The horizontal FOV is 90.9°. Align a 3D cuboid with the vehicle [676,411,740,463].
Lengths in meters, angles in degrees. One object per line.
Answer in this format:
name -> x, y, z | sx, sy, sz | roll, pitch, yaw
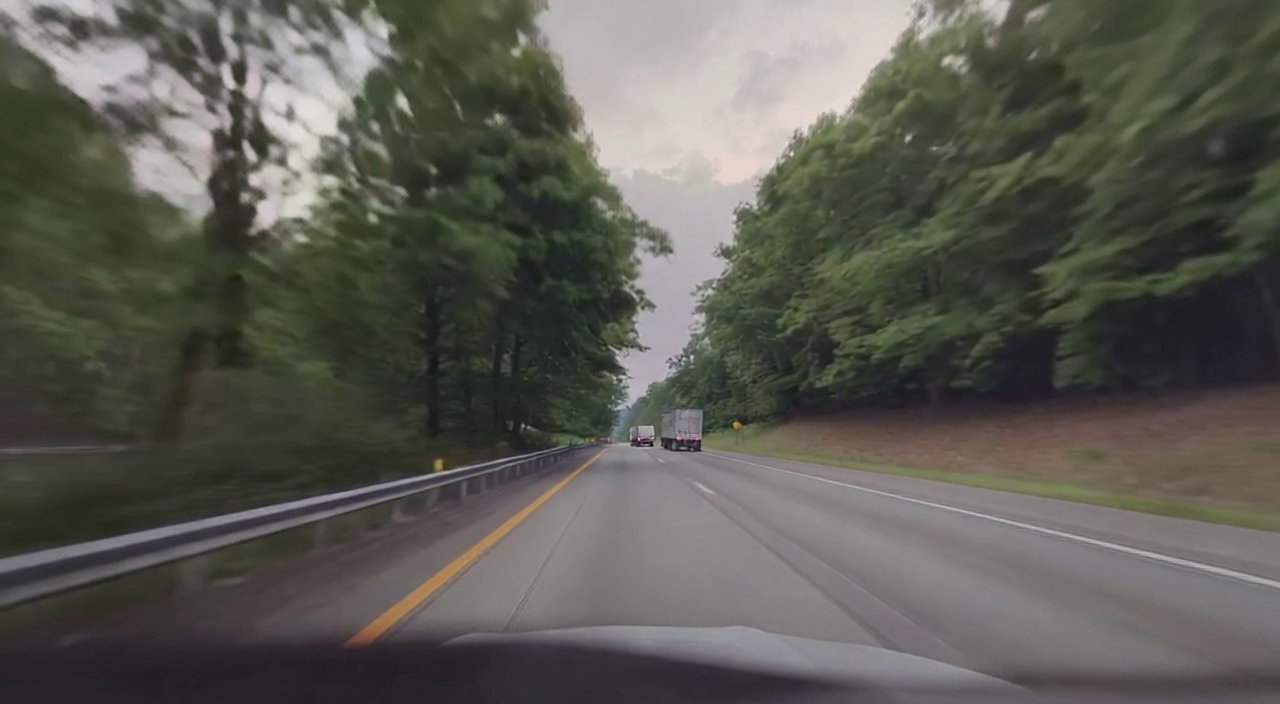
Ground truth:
vehicle -> 3.761, 4.892, 36.494 | 2.741, 2.716, 6.323 | 0, -8, -2
